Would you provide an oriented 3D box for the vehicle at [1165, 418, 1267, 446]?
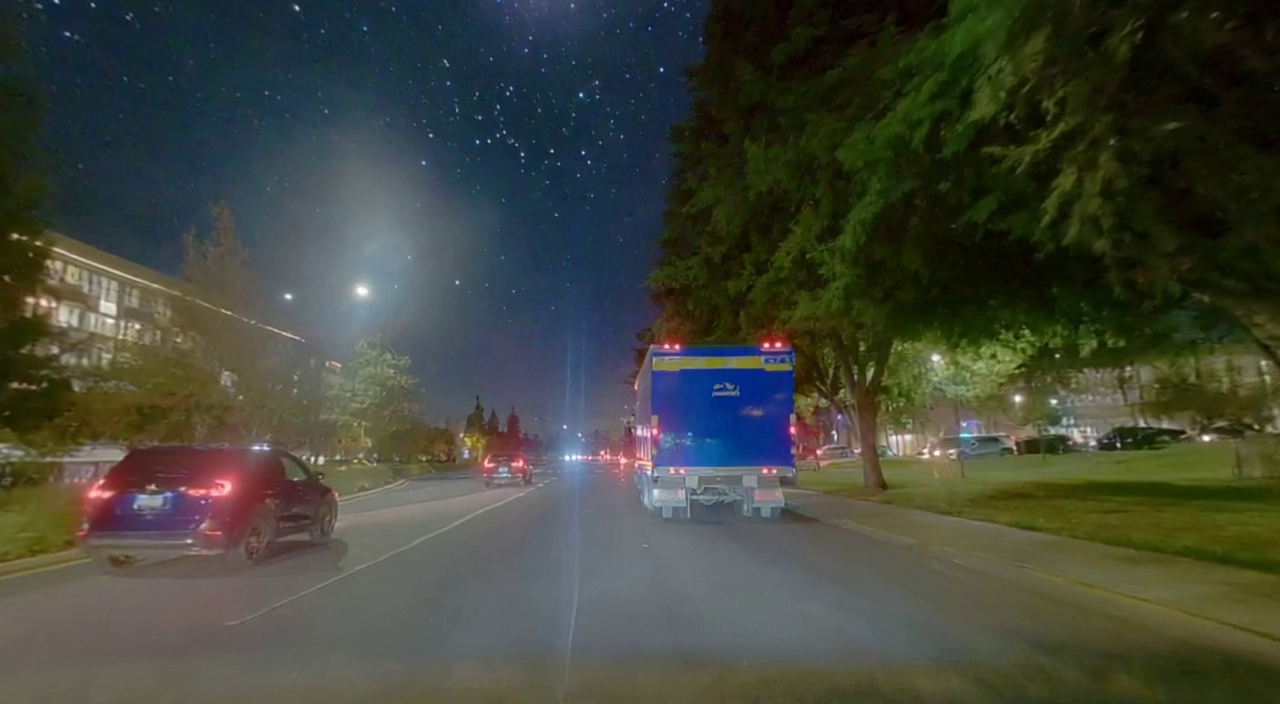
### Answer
[{"bbox_3d":[38.927,5.473,42.620,1.858,1.687,5.044,0,-9,-5],"label":"vehicle"}]

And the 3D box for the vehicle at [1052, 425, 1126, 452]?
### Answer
[{"bbox_3d":[29.794,5.778,41.767,1.827,1.498,3.785,-5,-9,-5],"label":"vehicle"}]

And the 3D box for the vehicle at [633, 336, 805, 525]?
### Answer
[{"bbox_3d":[1.467,2.159,16.642,2.905,3.644,8.807,1,-9,-3],"label":"vehicle"}]

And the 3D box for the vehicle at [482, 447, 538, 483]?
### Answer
[{"bbox_3d":[-6.824,5.937,33.402,2.095,1.759,4.433,0,-9,-2],"label":"vehicle"}]

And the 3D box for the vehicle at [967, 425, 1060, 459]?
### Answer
[{"bbox_3d":[24.577,6.015,41.663,2.220,1.981,5.827,3,-9,-5],"label":"vehicle"}]

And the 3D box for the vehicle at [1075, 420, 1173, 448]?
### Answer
[{"bbox_3d":[32.765,5.635,42.716,2.039,1.714,5.431,1,-9,-4],"label":"vehicle"}]

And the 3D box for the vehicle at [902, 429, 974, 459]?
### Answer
[{"bbox_3d":[19.271,6.002,40.848,1.880,1.804,4.679,1,-9,-7],"label":"vehicle"}]

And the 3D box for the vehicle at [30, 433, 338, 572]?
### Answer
[{"bbox_3d":[-6.677,2.181,9.973,1.958,1.672,4.283,1,-9,-6],"label":"vehicle"}]
